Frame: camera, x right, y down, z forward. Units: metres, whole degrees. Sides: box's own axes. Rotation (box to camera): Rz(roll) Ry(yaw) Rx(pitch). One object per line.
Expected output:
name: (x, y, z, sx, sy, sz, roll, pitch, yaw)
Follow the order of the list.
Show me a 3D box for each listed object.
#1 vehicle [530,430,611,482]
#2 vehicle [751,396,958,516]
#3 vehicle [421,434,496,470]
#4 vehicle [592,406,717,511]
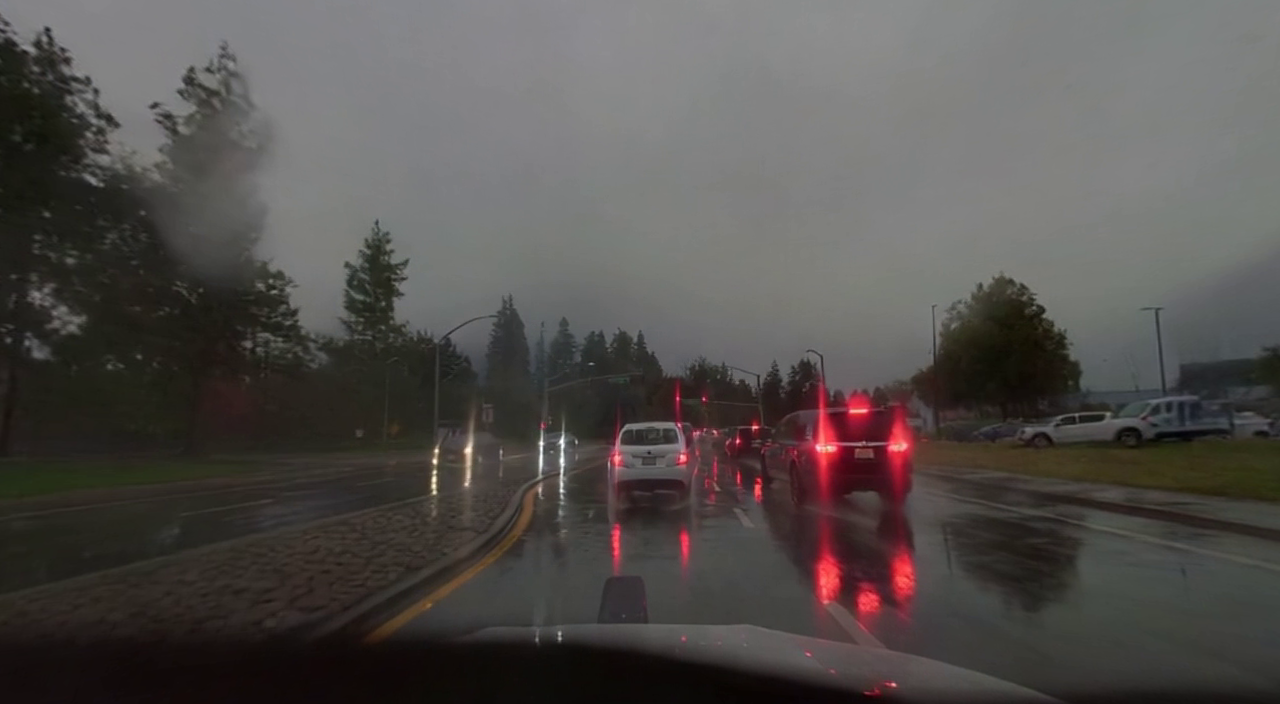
vehicle: (-2.157, 3.347, 20.705, 2.023, 1.494, 4.259, -2, -8, 2)
vehicle: (3.862, 2.064, 12.871, 2.317, 1.857, 5.940, 0, -9, 2)
vehicle: (-8.205, 4.576, 28.935, 1.868, 1.496, 4.219, -1, -9, 4)
vehicle: (0.341, 2.113, 12.750, 2.113, 1.768, 3.901, 0, -9, 3)
